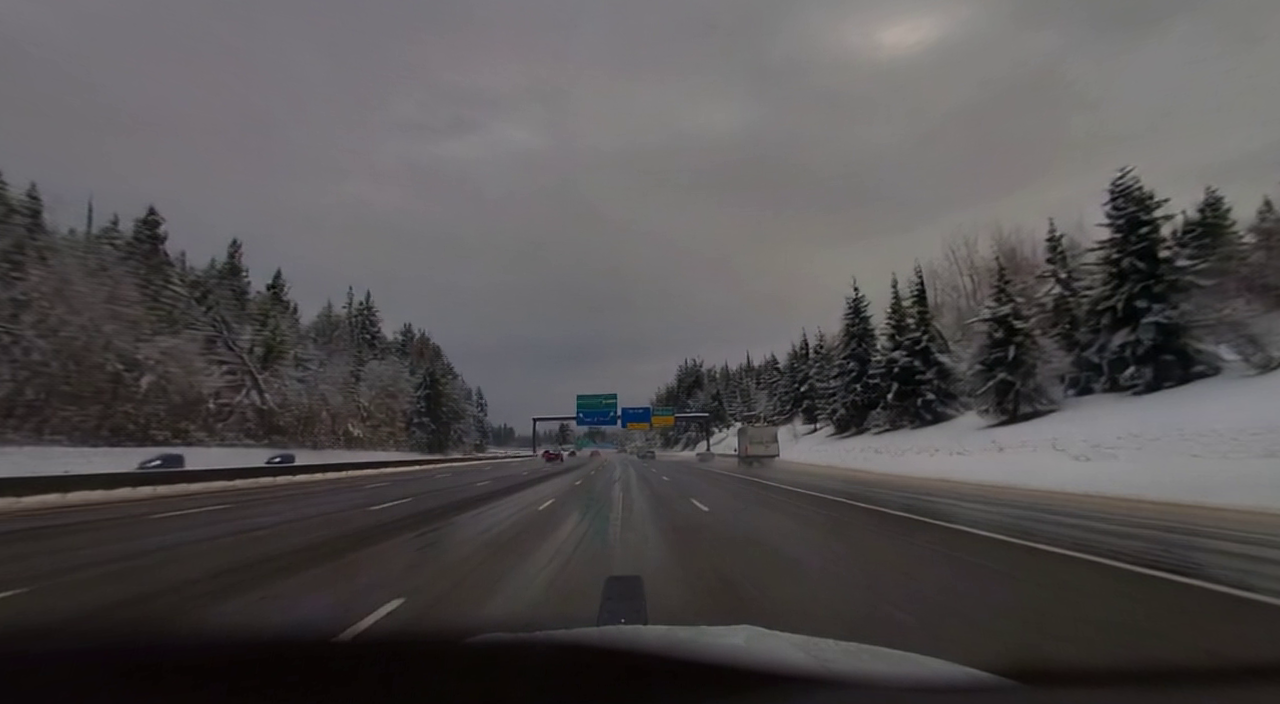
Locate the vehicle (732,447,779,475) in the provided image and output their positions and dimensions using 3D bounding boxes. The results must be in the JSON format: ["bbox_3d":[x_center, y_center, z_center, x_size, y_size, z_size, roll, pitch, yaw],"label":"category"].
[{"bbox_3d":[7.118,6.783,39.389,1.989,1.591,4.348,0,-9,-2],"label":"vehicle"}]
